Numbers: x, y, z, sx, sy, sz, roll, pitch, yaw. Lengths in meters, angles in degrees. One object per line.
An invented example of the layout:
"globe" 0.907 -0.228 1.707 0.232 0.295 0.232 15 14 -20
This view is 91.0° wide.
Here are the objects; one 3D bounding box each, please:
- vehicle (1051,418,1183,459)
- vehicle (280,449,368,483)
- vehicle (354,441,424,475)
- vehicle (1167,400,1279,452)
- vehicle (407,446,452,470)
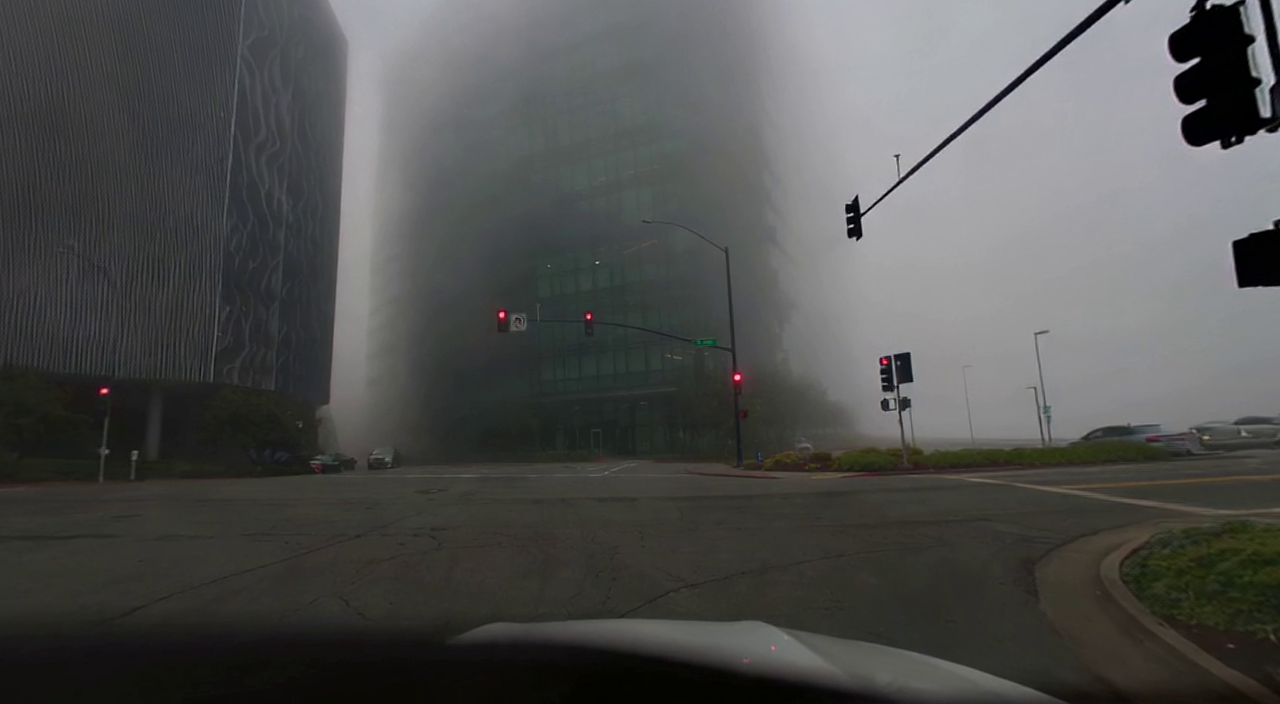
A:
"vehicle" 19.072 3.524 25.495 1.834 1.480 4.458 0 -9 -1
"vehicle" -14.805 5.333 29.794 1.790 1.437 4.349 0 -9 2
"vehicle" -14.891 6.307 37.729 2.091 1.915 5.040 0 -9 0
"vehicle" 24.408 3.026 25.195 2.109 1.836 5.080 -2 -10 0
"vehicle" -15.146 7.641 45.577 1.932 1.605 4.146 1 -9 -2
